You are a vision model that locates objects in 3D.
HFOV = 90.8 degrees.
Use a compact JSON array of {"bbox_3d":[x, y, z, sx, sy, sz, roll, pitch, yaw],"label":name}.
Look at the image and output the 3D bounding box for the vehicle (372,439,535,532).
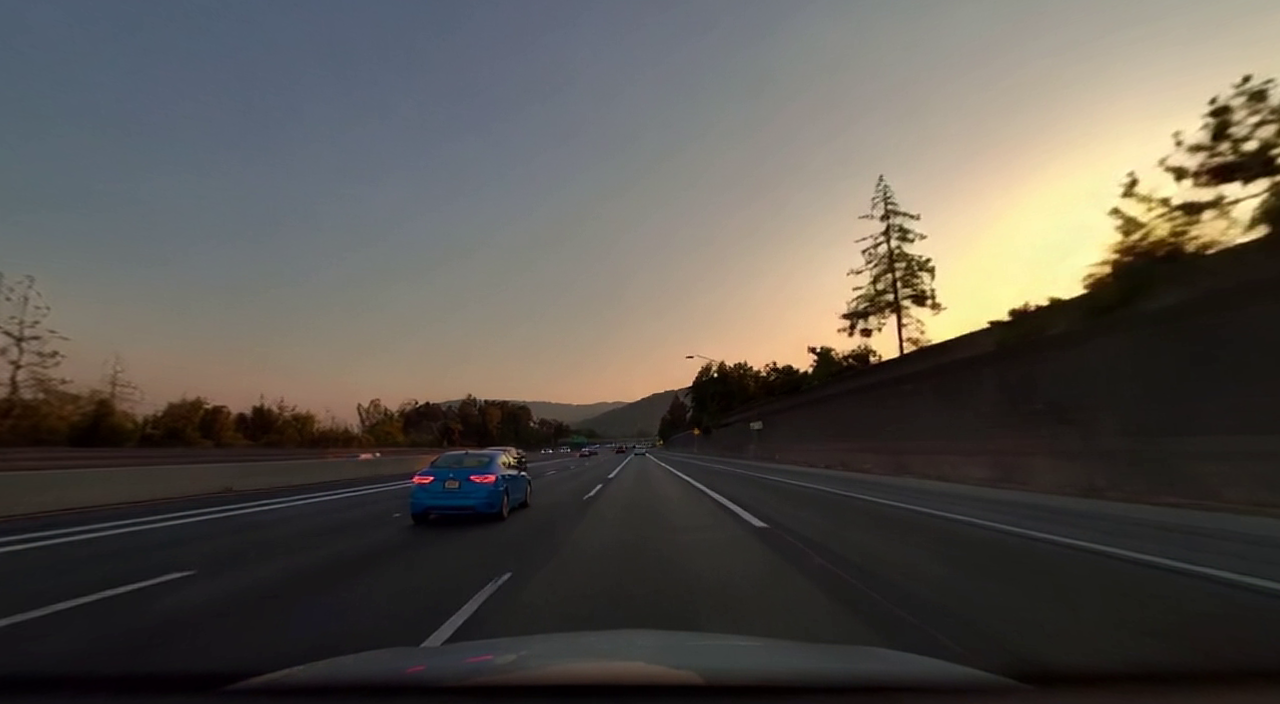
[{"bbox_3d":[-3.317,2.434,12.074,1.935,1.479,3.787,0,-9,0],"label":"vehicle"}]
